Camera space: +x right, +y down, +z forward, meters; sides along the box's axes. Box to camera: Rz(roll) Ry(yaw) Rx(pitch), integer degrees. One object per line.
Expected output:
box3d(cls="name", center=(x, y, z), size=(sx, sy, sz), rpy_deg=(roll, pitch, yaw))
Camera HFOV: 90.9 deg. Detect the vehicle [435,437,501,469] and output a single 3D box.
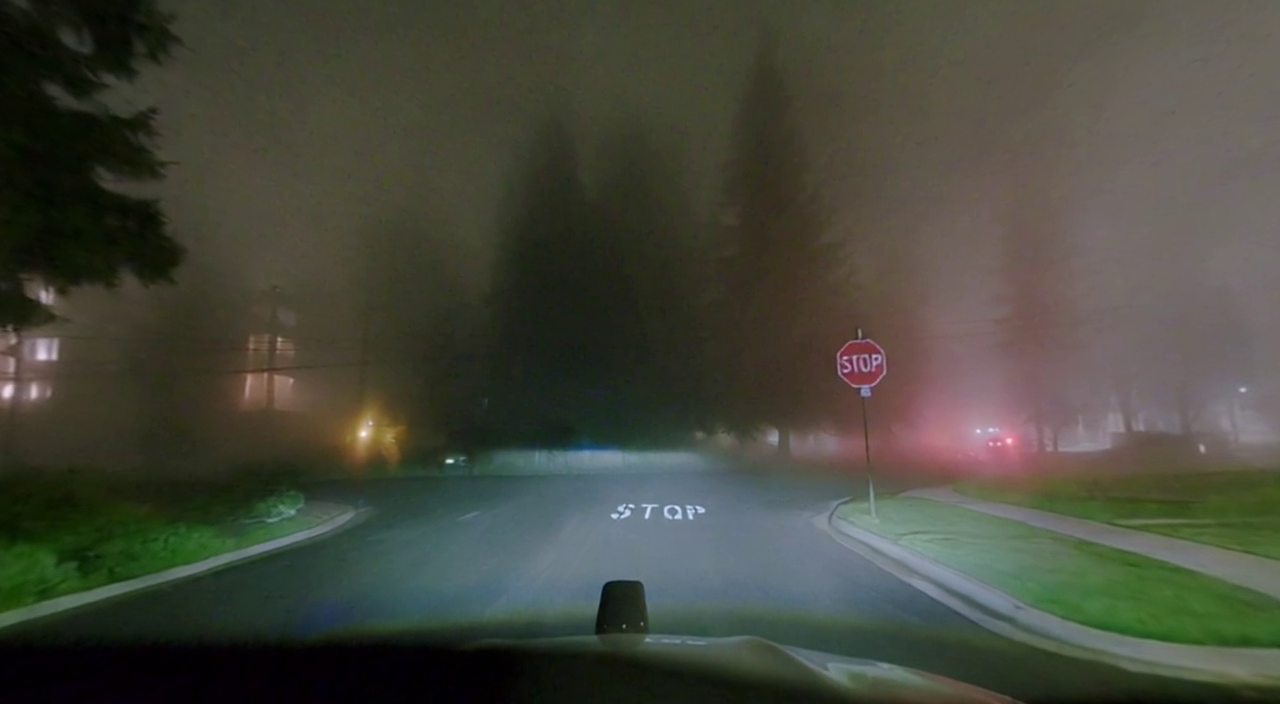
box3d(cls="vehicle", center=(-9.853, 5.805, 36.437), size=(1.883, 1.732, 4.038), rpy_deg=(-2, -9, 15))
